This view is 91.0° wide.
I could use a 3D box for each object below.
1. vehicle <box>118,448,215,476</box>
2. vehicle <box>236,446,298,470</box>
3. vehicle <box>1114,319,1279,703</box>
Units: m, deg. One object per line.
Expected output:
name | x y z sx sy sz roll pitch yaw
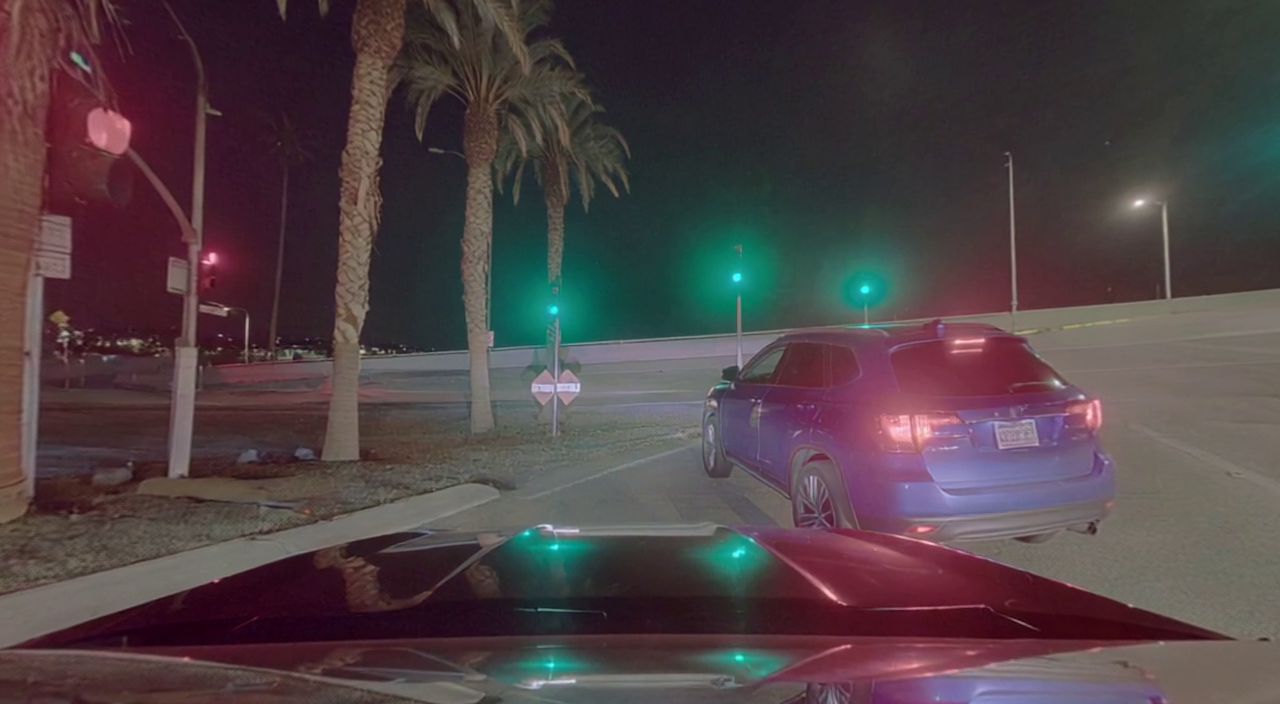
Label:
vehicle | -26.577 6.177 35.530 1.830 1.443 4.551 0 -9 2
vehicle | -26.275 7.450 44.499 1.941 1.631 4.017 0 -9 0
vehicle | 3.452 0.523 0.766 2.028 1.770 4.737 0 -9 0
